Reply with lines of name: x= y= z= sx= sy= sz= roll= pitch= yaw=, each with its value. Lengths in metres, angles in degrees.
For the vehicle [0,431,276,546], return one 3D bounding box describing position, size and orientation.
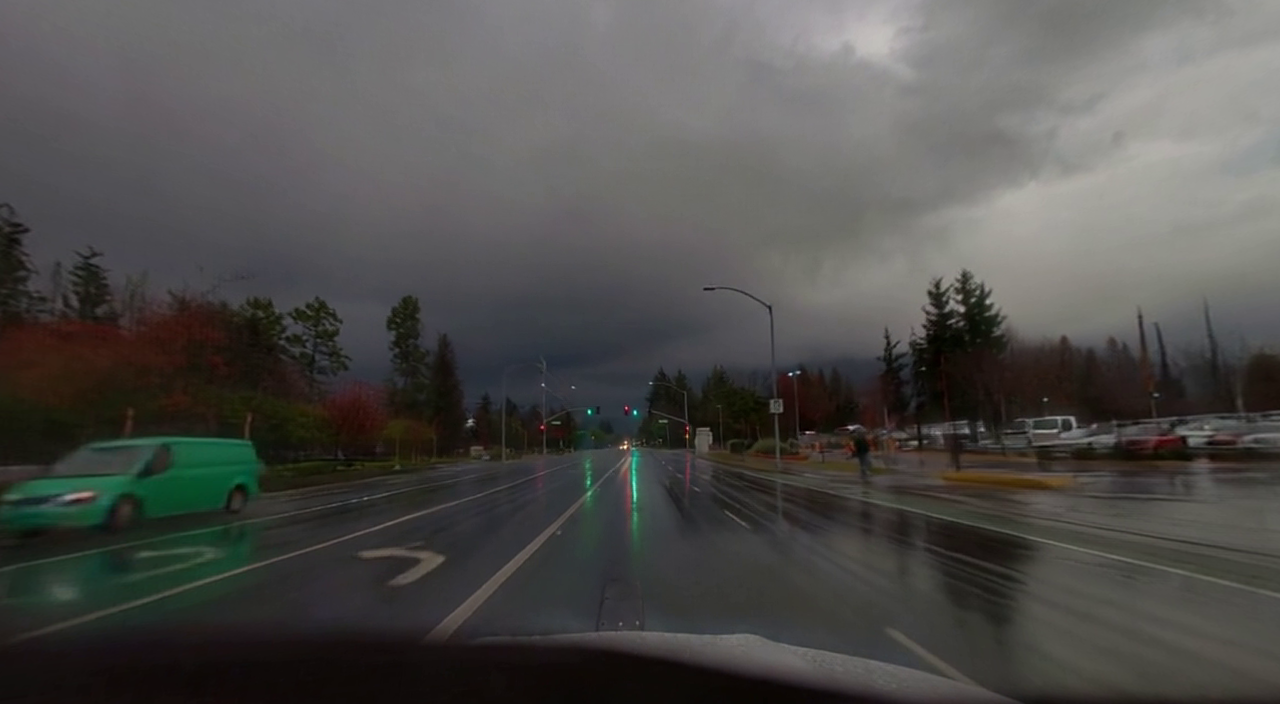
vehicle: x=-9.205 y=2.408 z=11.911 sx=2.066 sy=1.709 sz=4.509 roll=0 pitch=-8 yaw=-2
